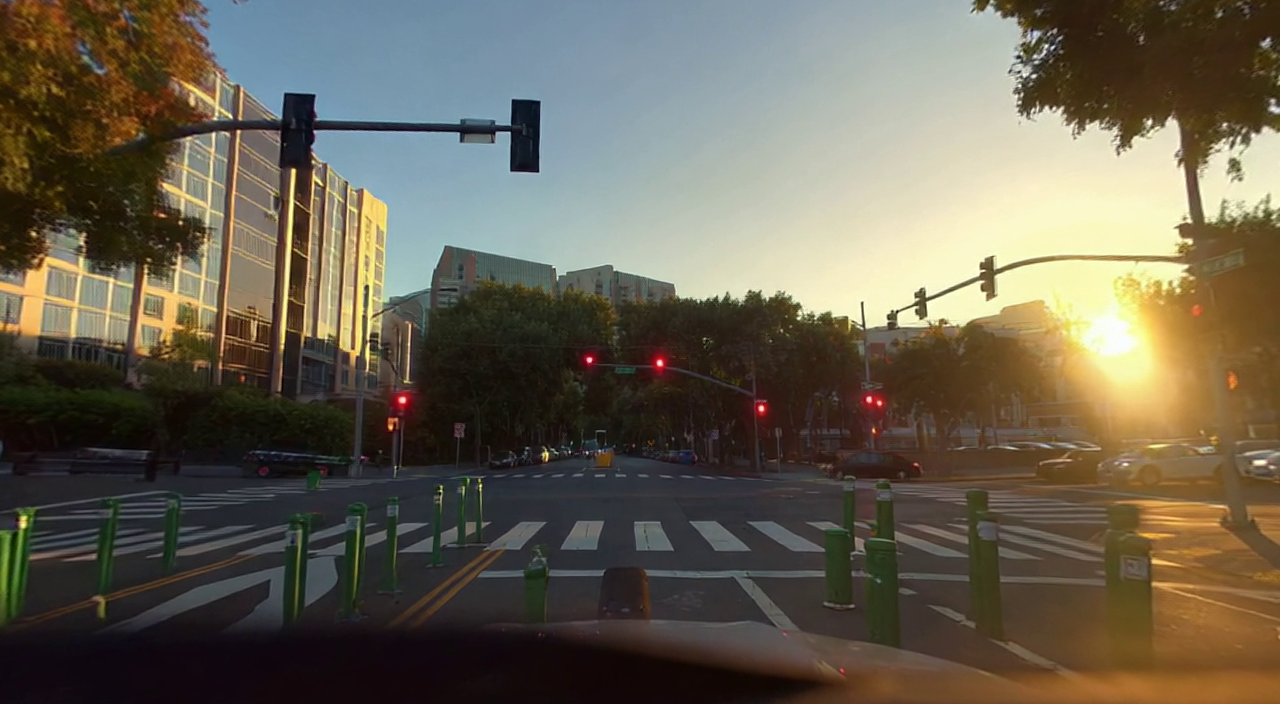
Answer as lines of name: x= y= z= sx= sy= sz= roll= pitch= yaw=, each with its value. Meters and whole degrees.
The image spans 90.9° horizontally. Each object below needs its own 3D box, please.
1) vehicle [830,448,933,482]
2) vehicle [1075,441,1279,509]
vehicle: x=11.644 y=5.473 z=30.709 sx=4.368 sy=1.522 sz=1.972 roll=-2 pitch=-9 yaw=11
vehicle: x=13.002 y=2.790 z=14.555 sx=4.424 sy=1.436 sz=1.804 roll=0 pitch=-9 yaw=5
